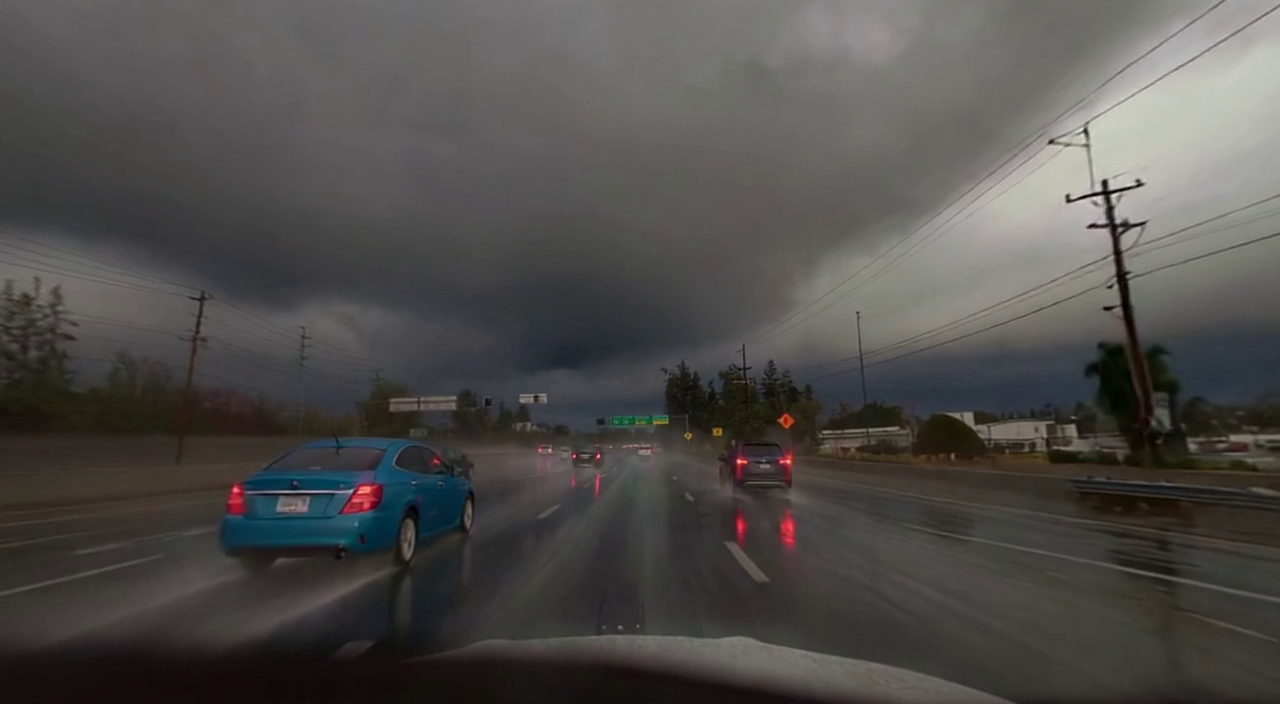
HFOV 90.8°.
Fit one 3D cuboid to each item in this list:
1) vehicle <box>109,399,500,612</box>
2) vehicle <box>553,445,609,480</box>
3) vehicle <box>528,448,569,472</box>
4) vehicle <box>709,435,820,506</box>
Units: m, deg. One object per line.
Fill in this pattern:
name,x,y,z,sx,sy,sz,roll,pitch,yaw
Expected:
vehicle,-3.199,1.559,7.339,2.104,1.707,4.338,0,-8,1
vehicle,-2.717,5.184,29.997,2.066,1.488,4.377,0,-8,2
vehicle,-6.078,7.229,42.467,1.877,1.474,4.475,0,-8,2
vehicle,3.222,3.167,17.348,2.100,1.659,4.387,0,-8,-1
